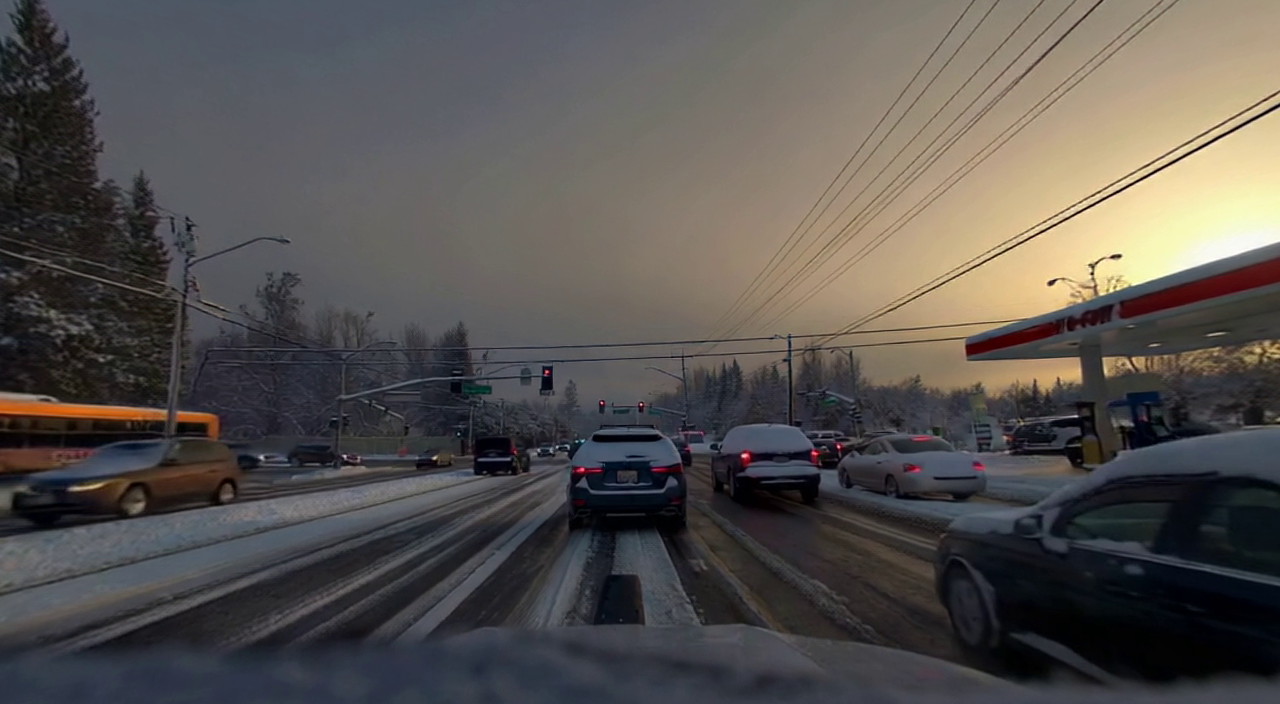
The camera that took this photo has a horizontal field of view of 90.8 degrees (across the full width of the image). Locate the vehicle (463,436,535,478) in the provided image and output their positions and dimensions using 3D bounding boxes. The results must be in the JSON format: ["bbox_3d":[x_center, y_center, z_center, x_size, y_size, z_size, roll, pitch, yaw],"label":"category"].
[{"bbox_3d":[-6.437,4.861,29.474,2.190,1.795,4.993,0,-9,0],"label":"vehicle"}]

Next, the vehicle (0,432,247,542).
[{"bbox_3d":[-10.300,2.578,12.684,2.075,1.719,4.396,-3,-8,-1],"label":"vehicle"}]

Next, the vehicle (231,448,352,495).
[{"bbox_3d":[-13.722,4.706,25.285,2.100,1.656,4.724,0,-8,1],"label":"vehicle"}]

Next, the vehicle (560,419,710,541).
[{"bbox_3d":[-0.128,2.088,10.900,2.087,1.677,4.053,0,-9,-2],"label":"vehicle"}]

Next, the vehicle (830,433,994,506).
[{"bbox_3d":[6.334,2.783,15.408,1.829,1.494,4.552,0,-9,-2],"label":"vehicle"}]

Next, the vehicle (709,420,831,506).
[{"bbox_3d":[3.034,2.701,15.750,2.049,1.813,4.245,0,-9,-1],"label":"vehicle"}]

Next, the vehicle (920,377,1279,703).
[{"bbox_3d":[3.020,0.861,2.225,2.006,1.483,4.278,0,-9,-1],"label":"vehicle"}]

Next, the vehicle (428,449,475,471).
[{"bbox_3d":[-13.636,7.804,45.999,1.997,1.480,4.561,0,-9,0],"label":"vehicle"}]
